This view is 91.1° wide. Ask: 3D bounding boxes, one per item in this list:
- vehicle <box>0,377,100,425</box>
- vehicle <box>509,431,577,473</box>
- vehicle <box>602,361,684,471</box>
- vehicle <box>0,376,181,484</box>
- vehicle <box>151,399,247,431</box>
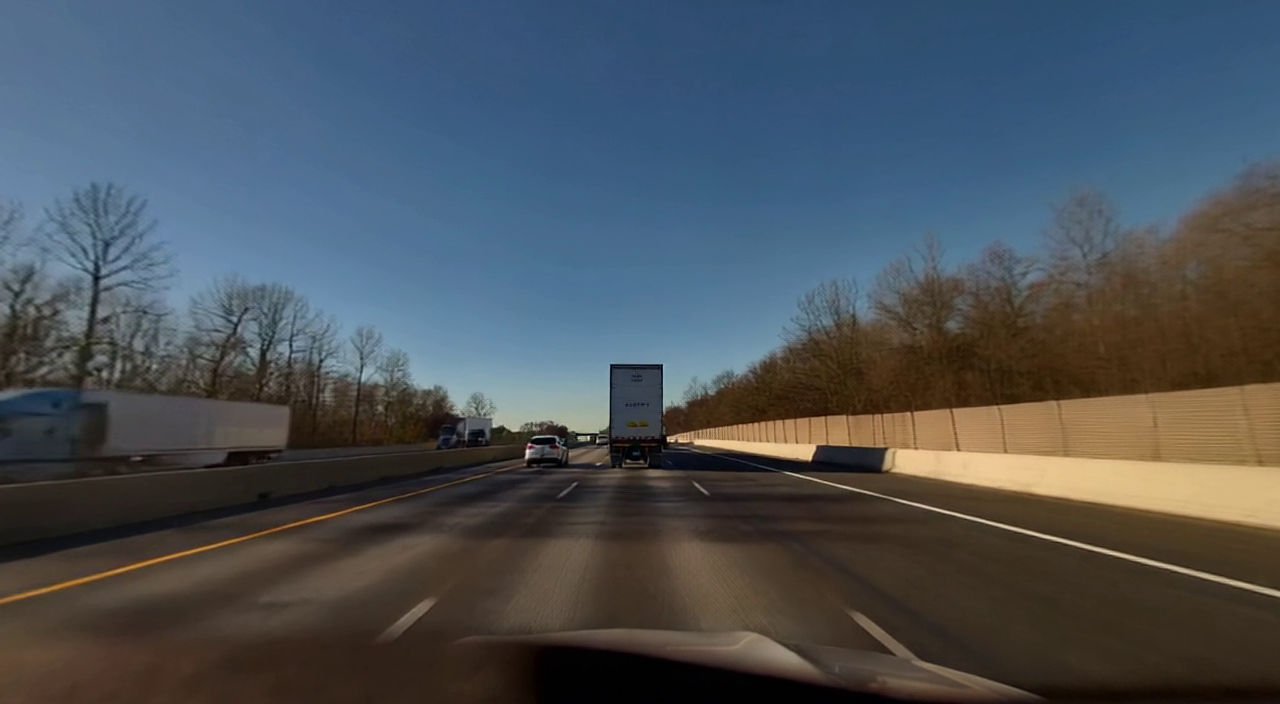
[{"bbox_3d":[-25.288,2.067,25.677,2.062,1.683,4.981,0,-8,0],"label":"vehicle"},{"bbox_3d":[-3.785,3.992,25.361,2.005,1.521,4.454,0,-8,0],"label":"vehicle"},{"bbox_3d":[0.076,3.429,31.172,2.965,3.972,16.689,0,-8,0],"label":"vehicle"},{"bbox_3d":[-25.305,3.433,27.116,3.074,3.969,10.465,0,-8,0],"label":"vehicle"},{"bbox_3d":[-25.345,3.708,36.416,1.830,1.638,5.285,0,-8,-1],"label":"vehicle"}]
